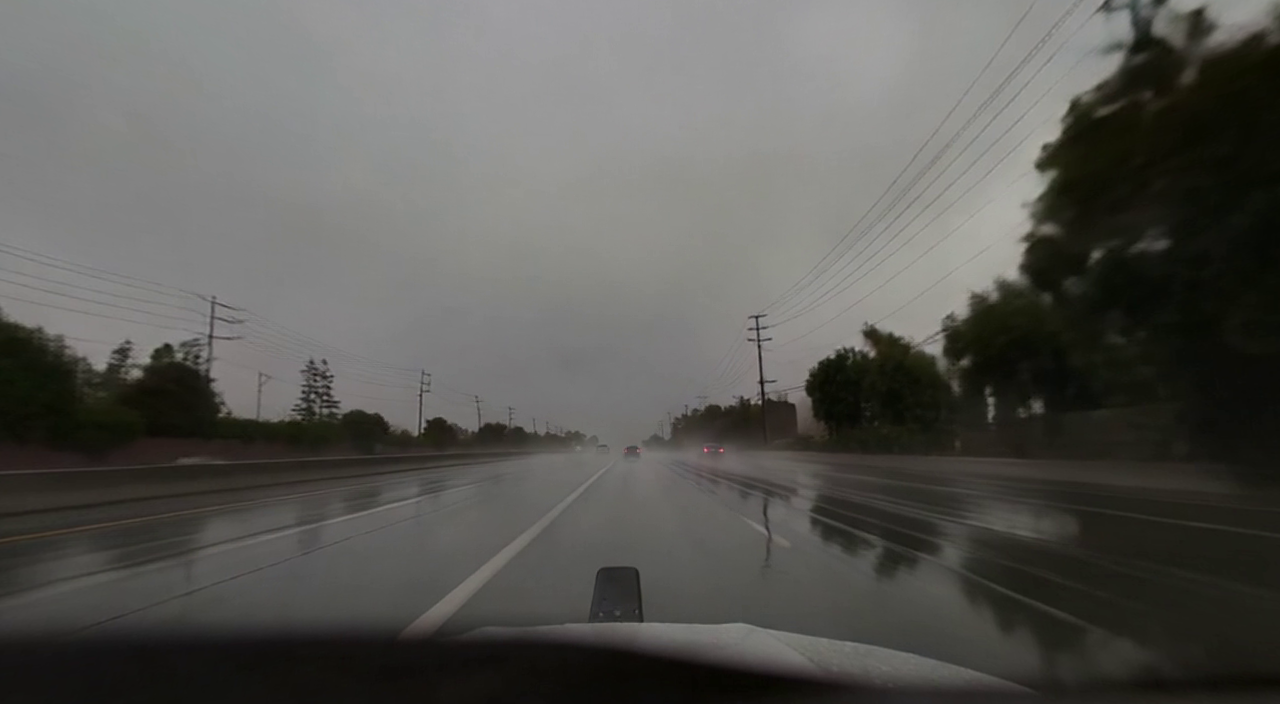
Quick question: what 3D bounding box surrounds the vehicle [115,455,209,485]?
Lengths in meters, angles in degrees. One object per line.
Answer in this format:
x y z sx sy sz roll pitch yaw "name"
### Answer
-25.560 6.299 33.959 1.761 1.450 4.262 0 -9 -1 "vehicle"
